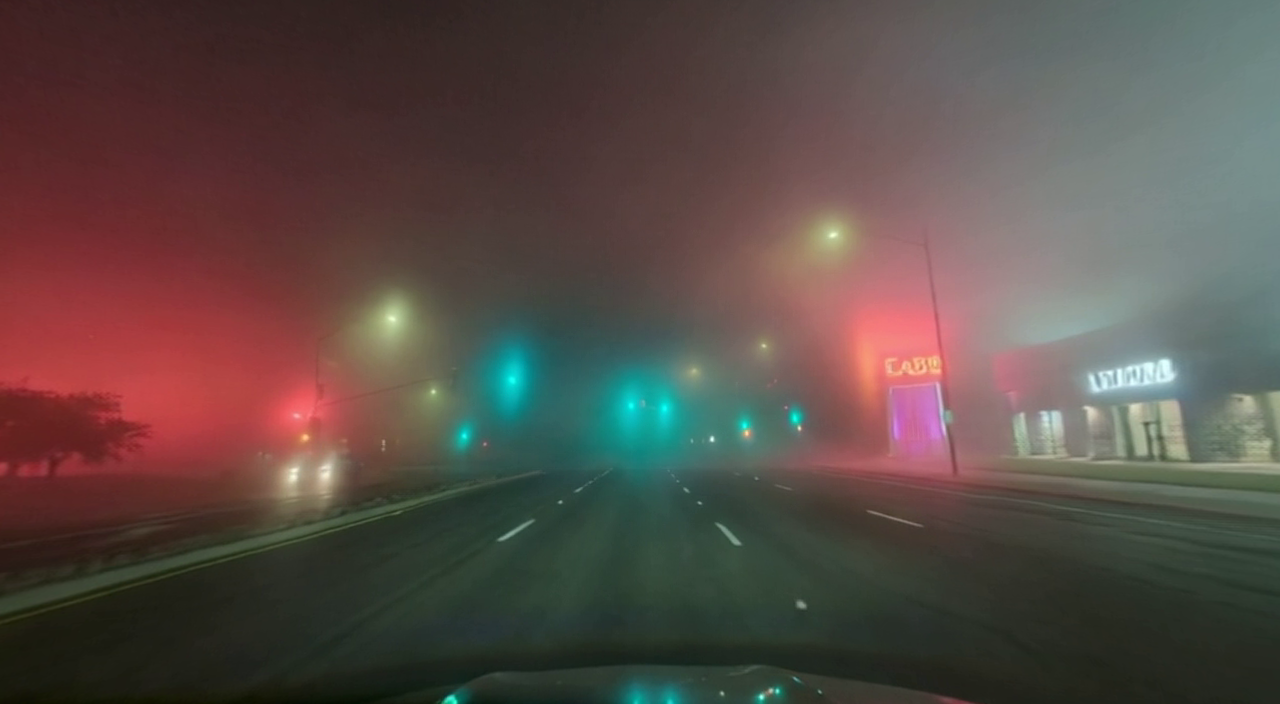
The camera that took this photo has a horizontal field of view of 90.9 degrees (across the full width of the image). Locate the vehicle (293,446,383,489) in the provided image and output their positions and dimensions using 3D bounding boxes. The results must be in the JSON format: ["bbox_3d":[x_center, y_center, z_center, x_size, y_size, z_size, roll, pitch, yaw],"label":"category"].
[{"bbox_3d":[-14.719,5.624,31.119,2.208,1.924,5.018,0,-9,-4],"label":"vehicle"}]
